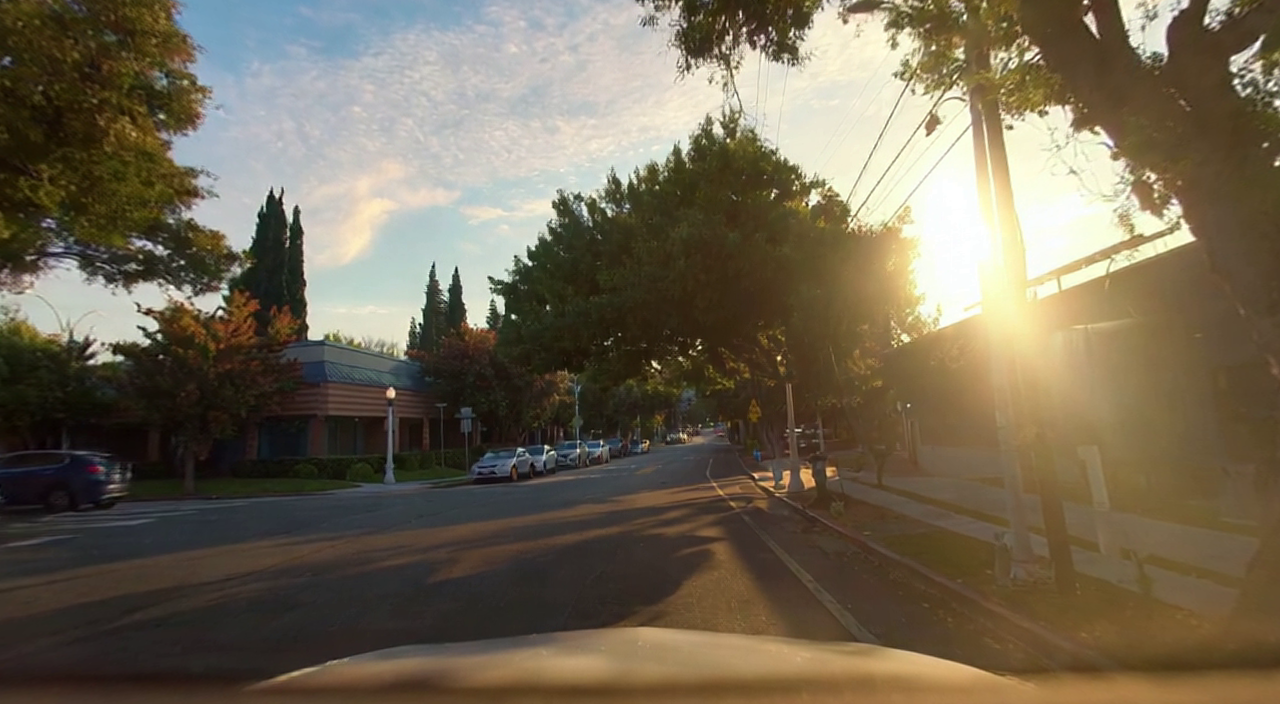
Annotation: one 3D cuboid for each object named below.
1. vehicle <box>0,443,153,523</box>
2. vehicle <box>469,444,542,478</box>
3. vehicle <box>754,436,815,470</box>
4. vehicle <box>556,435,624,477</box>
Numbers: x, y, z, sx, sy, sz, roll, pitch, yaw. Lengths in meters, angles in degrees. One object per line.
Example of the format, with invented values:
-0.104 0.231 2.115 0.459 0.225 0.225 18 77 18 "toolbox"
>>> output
-13.832 2.878 14.166 4.106 1.620 2.065 -1 -9 2 "vehicle"
-6.073 4.968 29.069 1.968 1.443 4.358 -1 -9 6 "vehicle"
6.687 4.714 29.680 1.918 1.461 4.419 -1 -8 1 "vehicle"
-2.059 4.491 27.398 2.110 1.651 4.410 -1 -9 7 "vehicle"
